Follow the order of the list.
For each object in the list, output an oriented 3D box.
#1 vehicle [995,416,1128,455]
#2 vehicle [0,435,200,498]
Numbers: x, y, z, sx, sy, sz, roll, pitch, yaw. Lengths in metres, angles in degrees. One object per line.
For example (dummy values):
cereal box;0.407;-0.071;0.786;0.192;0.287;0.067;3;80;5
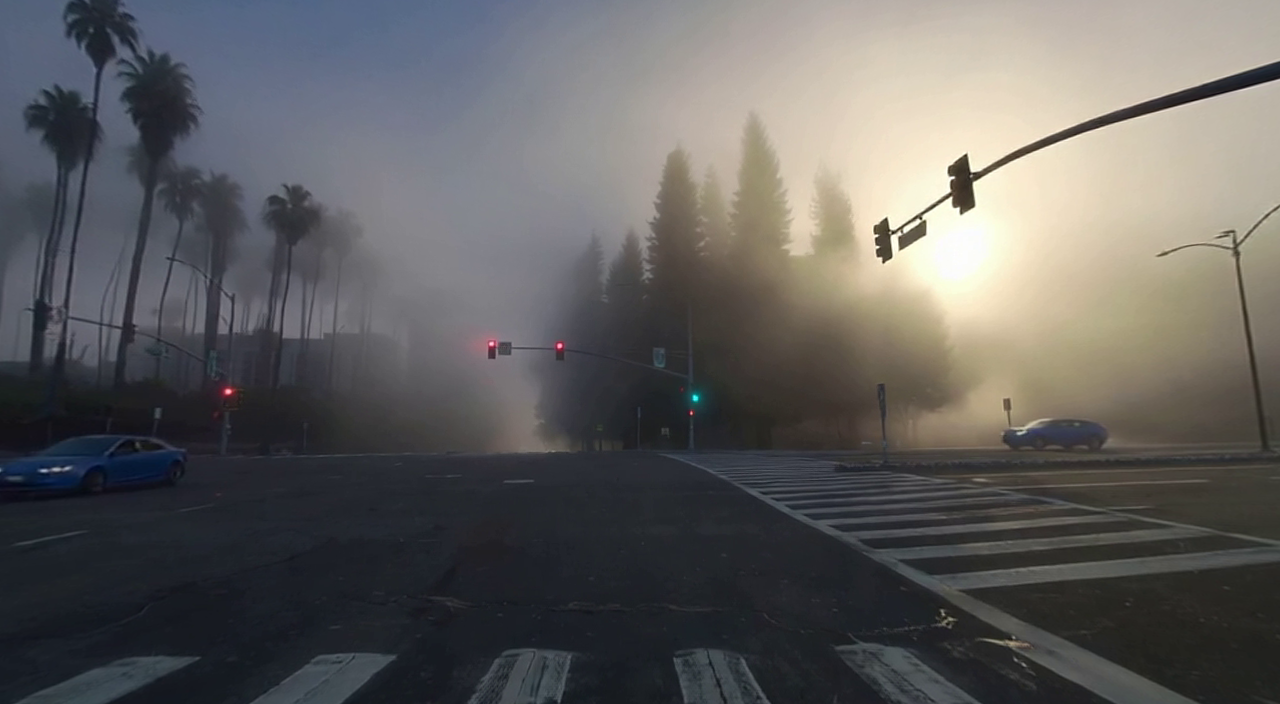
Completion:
vehicle;19.898;3.980;29.783;4.820;1.751;2.050;0;-8;-1
vehicle;-14.406;3.004;16.903;2.042;1.472;4.345;0;-8;-1
